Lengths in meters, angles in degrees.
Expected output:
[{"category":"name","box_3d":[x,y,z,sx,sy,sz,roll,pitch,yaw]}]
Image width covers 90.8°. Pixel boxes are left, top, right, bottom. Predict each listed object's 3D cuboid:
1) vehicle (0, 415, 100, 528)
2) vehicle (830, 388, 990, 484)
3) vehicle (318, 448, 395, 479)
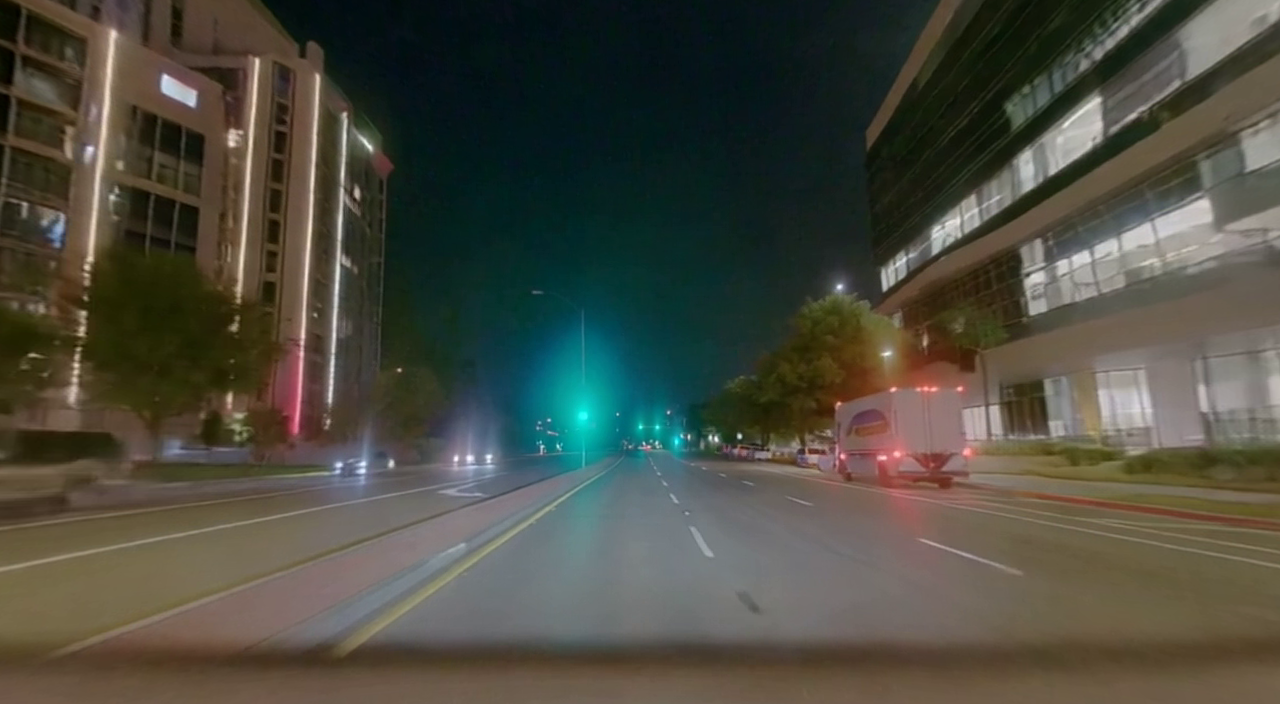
[{"category":"vehicle","box_3d":[-12.026,1.975,10.366,2.180,1.904,4.631,0,-9,0]},{"category":"vehicle","box_3d":[9.683,3.226,23.844,2.670,3.016,7.732,0,-9,1]},{"category":"vehicle","box_3d":[-15.331,6.027,34.458,2.011,1.496,4.650,0,-8,0]}]
